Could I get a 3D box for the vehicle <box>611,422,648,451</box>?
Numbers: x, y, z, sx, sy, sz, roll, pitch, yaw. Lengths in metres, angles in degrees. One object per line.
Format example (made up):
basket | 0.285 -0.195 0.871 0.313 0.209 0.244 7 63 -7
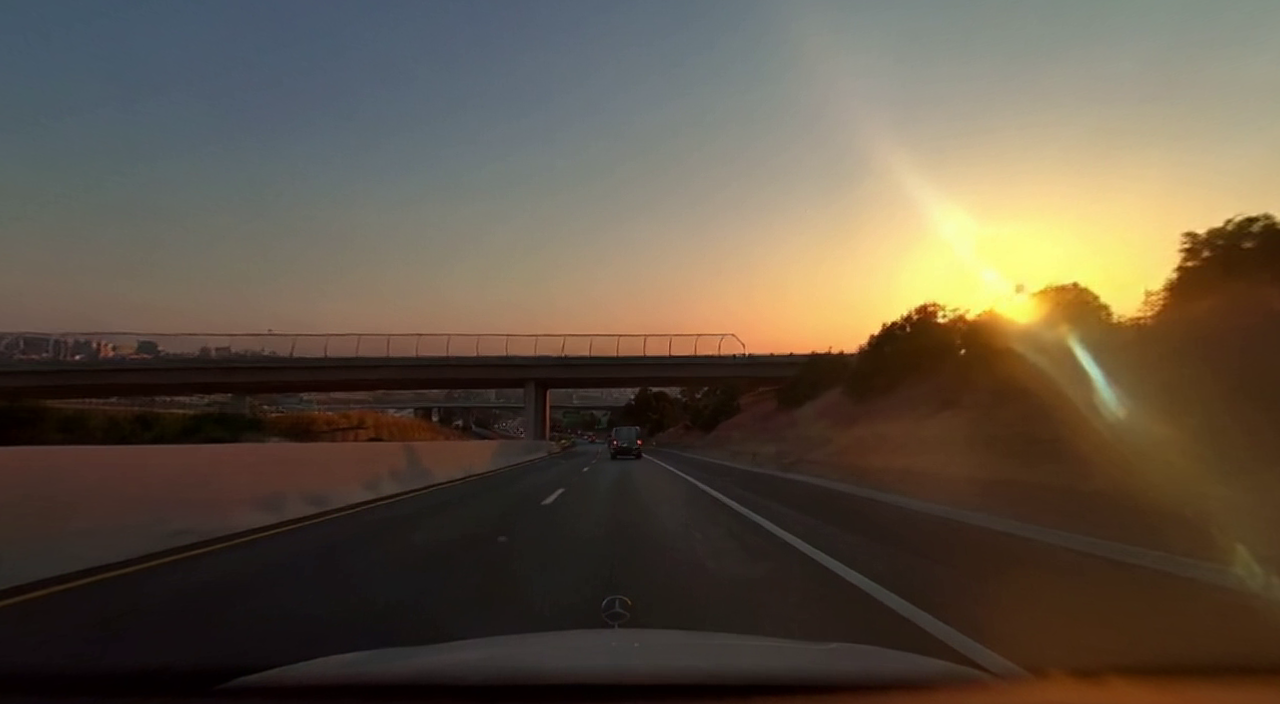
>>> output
vehicle | -0.695 5.253 39.085 2.157 1.647 4.524 0 -8 -3
